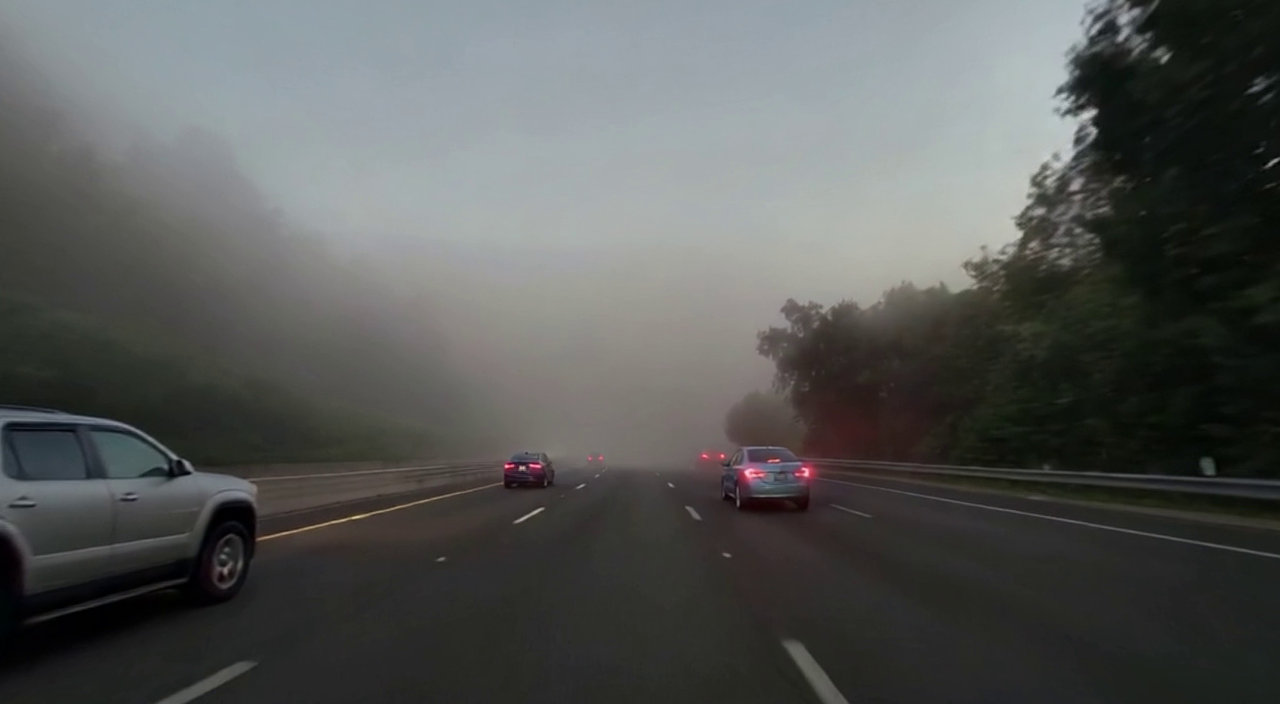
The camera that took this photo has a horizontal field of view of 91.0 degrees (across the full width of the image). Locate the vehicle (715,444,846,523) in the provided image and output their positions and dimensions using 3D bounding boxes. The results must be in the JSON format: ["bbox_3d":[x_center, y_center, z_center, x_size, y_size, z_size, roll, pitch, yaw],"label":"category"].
[{"bbox_3d":[3.089,3.012,14.939,2.120,1.572,4.344,0,-9,0],"label":"vehicle"}]

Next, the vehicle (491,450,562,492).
[{"bbox_3d":[-4.390,4.690,25.110,2.009,1.488,4.289,0,-9,0],"label":"vehicle"}]

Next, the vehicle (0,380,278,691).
[{"bbox_3d":[-4.666,1.116,4.025,2.079,1.745,4.281,0,-9,1],"label":"vehicle"}]
